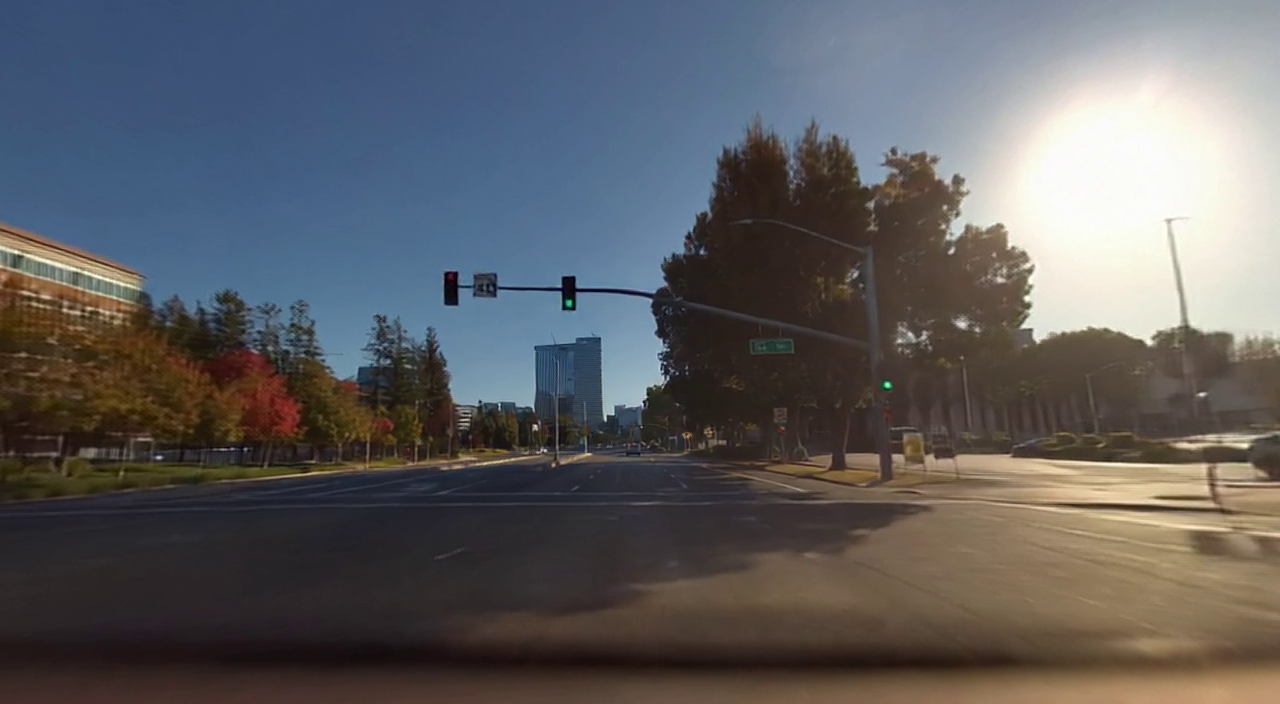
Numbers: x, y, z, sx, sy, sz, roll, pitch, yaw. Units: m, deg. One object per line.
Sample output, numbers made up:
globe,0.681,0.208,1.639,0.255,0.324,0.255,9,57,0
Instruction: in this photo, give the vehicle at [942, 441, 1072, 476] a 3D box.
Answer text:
vehicle,16.067,4.656,27.824,4.483,1.452,1.924,0,-8,0
